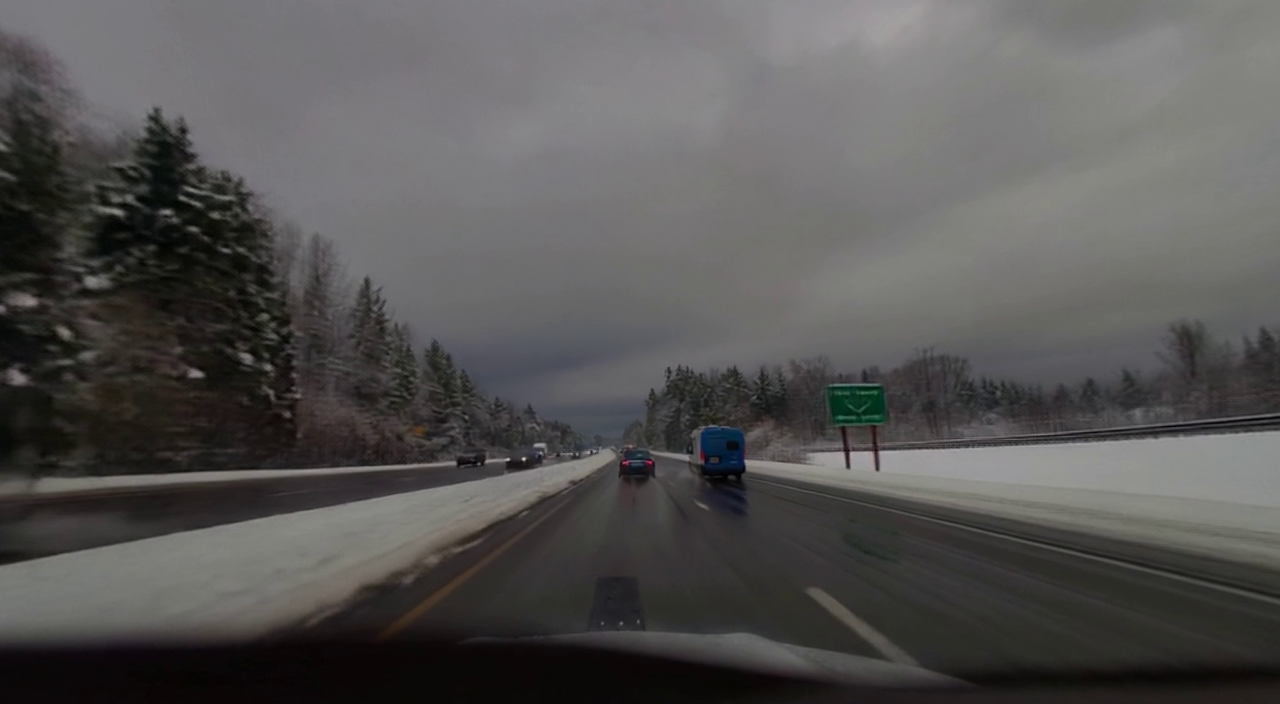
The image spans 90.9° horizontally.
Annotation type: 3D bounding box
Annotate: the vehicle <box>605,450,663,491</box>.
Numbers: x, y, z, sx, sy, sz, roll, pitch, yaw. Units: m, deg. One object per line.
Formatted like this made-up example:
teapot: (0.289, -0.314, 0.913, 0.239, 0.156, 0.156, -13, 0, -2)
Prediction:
vehicle: (-0.223, 4.466, 24.038, 2.037, 1.417, 3.885, 0, -9, -1)

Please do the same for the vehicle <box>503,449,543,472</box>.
vehicle: (-7.897, 7.337, 42.921, 1.952, 1.449, 4.276, 0, -9, 0)

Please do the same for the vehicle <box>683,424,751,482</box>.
vehicle: (3.786, 5.148, 32.237, 2.513, 2.633, 5.930, 0, -9, -2)

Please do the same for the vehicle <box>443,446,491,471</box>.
vehicle: (-11.834, 7.308, 43.357, 2.083, 1.616, 4.311, 0, -9, 0)
